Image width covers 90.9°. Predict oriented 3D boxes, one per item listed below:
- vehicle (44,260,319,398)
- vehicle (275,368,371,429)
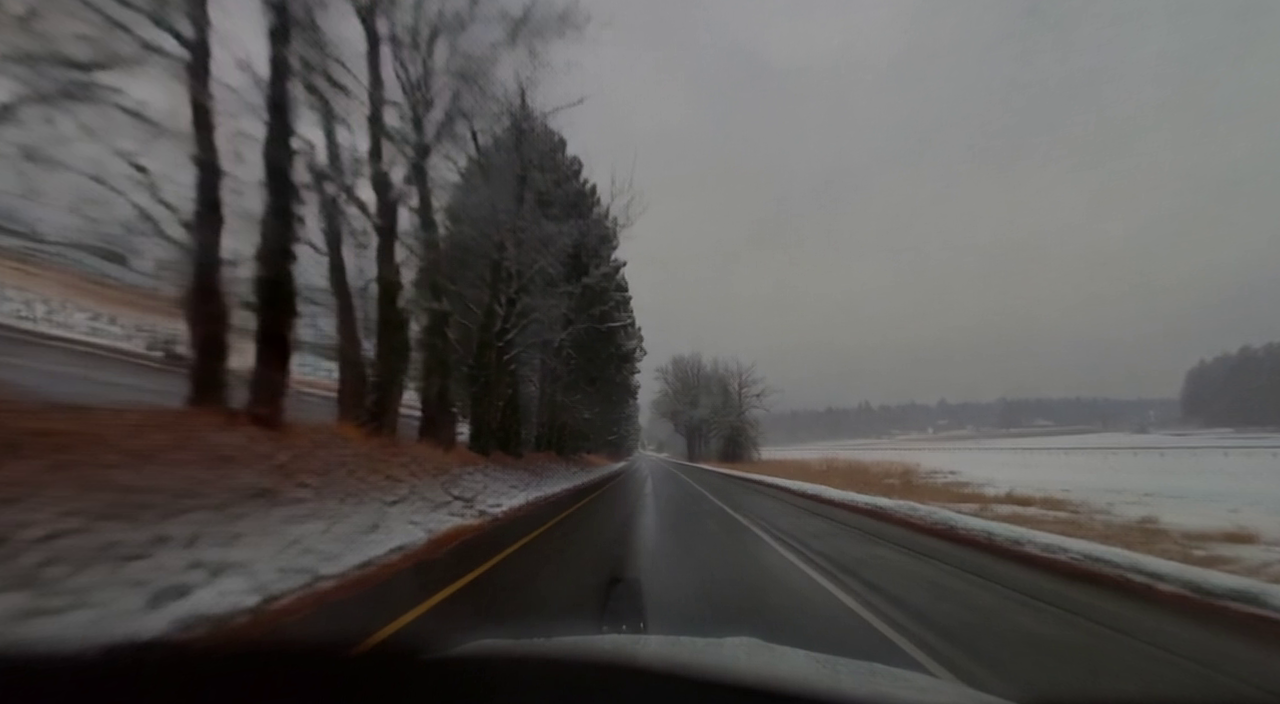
[{"bbox_3d":[-25.687,-0.564,37.838,3.314,4.163,16.558,0,-13,3],"label":"vehicle"},{"bbox_3d":[-24.311,3.532,49.059,3.022,4.324,8.607,0,-3,0],"label":"vehicle"}]
